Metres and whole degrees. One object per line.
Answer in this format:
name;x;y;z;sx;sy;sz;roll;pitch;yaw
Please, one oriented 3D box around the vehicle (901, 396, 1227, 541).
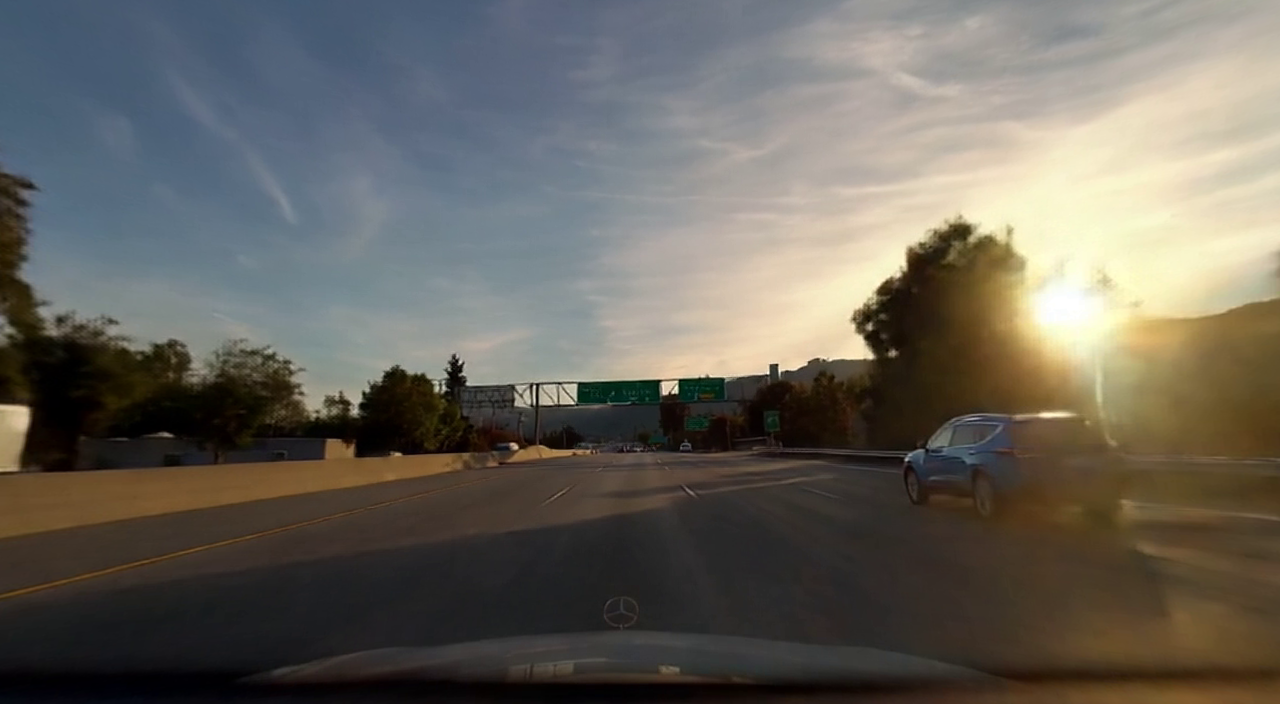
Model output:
vehicle;6.568;1.875;10.688;2.222;1.899;4.595;0;-8;-1
